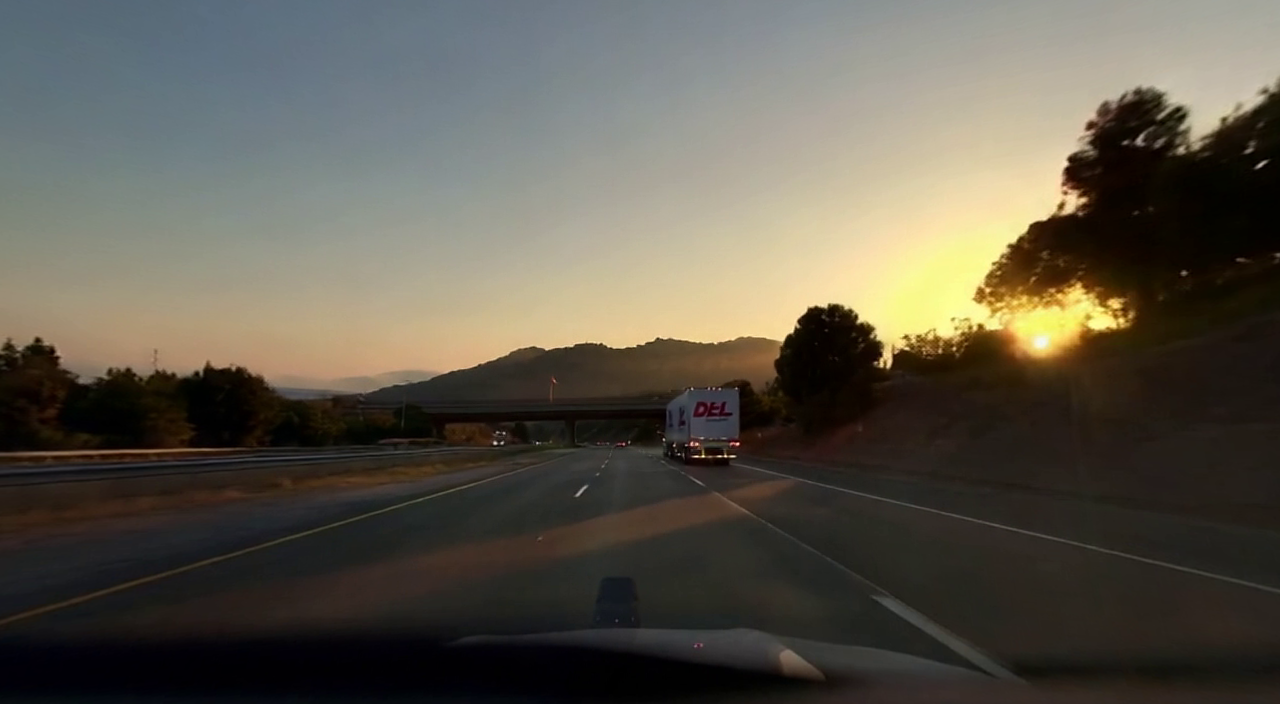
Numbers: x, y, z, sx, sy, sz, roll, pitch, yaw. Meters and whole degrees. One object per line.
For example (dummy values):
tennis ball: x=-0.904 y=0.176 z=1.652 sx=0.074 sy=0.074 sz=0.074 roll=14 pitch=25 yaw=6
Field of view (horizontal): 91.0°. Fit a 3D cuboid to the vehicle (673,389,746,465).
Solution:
vehicle: x=3.836 y=4.494 z=36.910 sx=2.880 sy=3.918 sz=8.254 roll=0 pitch=-8 yaw=-3
